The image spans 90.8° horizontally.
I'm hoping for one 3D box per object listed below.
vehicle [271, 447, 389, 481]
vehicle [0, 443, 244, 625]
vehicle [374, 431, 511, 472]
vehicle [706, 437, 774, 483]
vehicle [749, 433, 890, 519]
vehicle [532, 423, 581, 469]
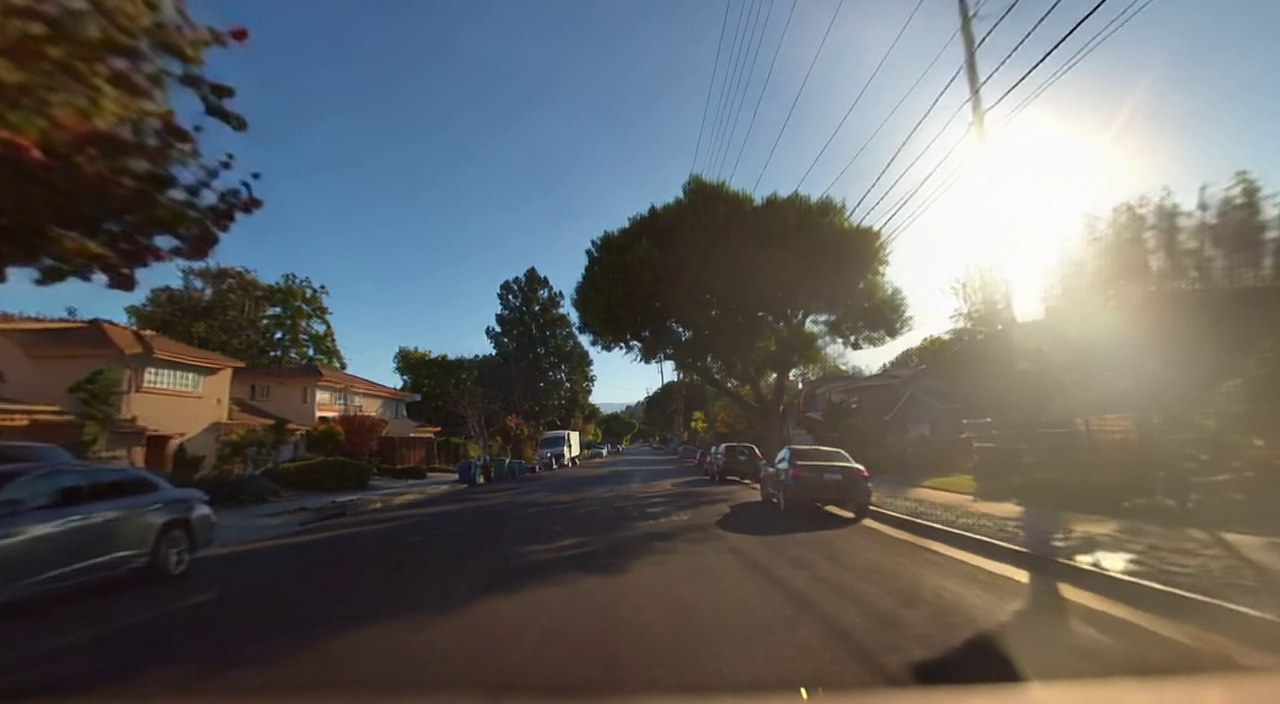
[{"bbox_3d":[-14.665,5.312,30.103,4.565,1.489,1.950,0,-8,-2],"label":"vehicle"},{"bbox_3d":[-6.549,1.764,6.332,2.062,1.500,4.629,-3,-7,3],"label":"vehicle"},{"bbox_3d":[-10.523,5.351,34.102,6.540,2.079,2.565,0,-8,1],"label":"vehicle"},{"bbox_3d":[3.665,4.047,24.032,1.970,1.530,4.899,0,-8,2],"label":"vehicle"},{"bbox_3d":[3.507,2.475,13.165,1.903,1.500,4.057,0,-8,3],"label":"vehicle"},{"bbox_3d":[-5.768,6.610,44.463,2.313,2.875,6.057,-4,-8,2],"label":"vehicle"}]
